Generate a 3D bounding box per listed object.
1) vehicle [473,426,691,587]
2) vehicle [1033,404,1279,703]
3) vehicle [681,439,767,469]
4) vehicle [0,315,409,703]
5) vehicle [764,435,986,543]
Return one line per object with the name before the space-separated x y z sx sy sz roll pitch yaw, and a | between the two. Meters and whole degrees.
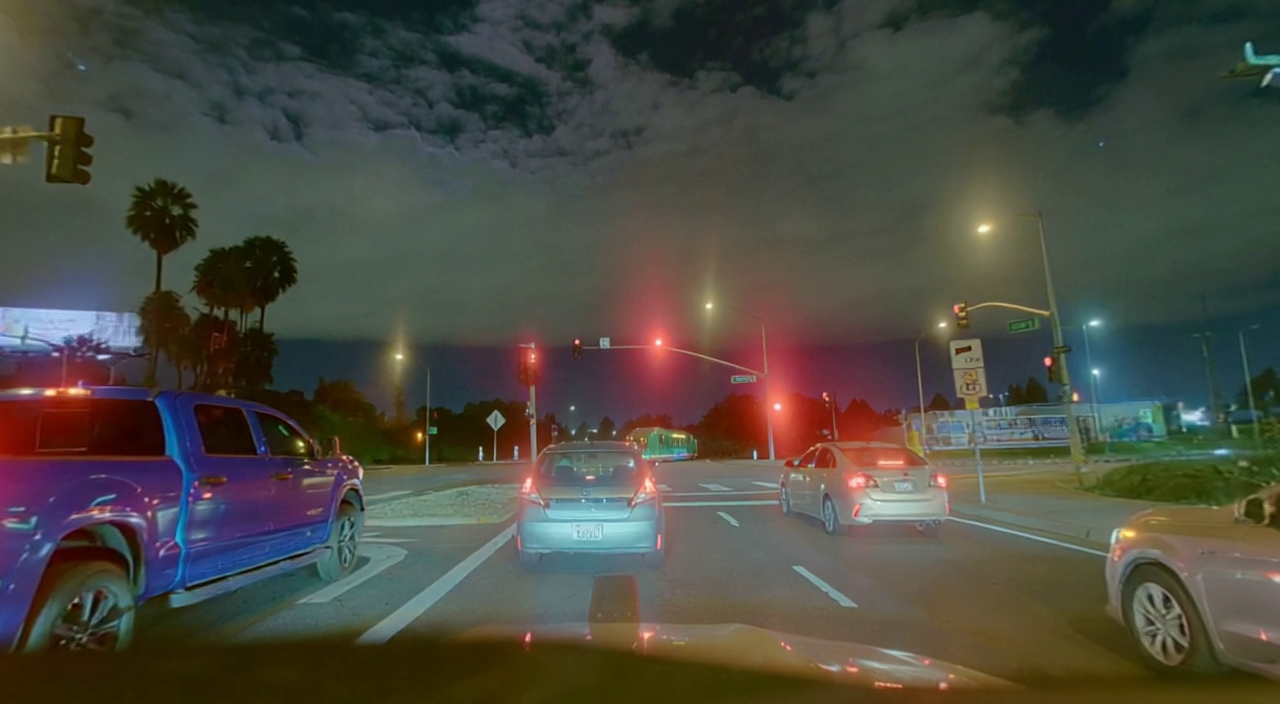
vehicle | -0.646 1.760 8.057 2.035 1.491 4.090 0 -9 -3
vehicle | 3.879 0.893 2.199 2.052 1.496 4.541 0 -9 0
vehicle | 4.165 5.142 31.977 1.878 1.428 4.416 5 -10 -32
vehicle | -3.843 1.105 4.941 2.078 1.838 5.448 0 -9 -1
vehicle | 3.679 2.217 10.961 1.965 1.448 4.486 0 -9 -2
